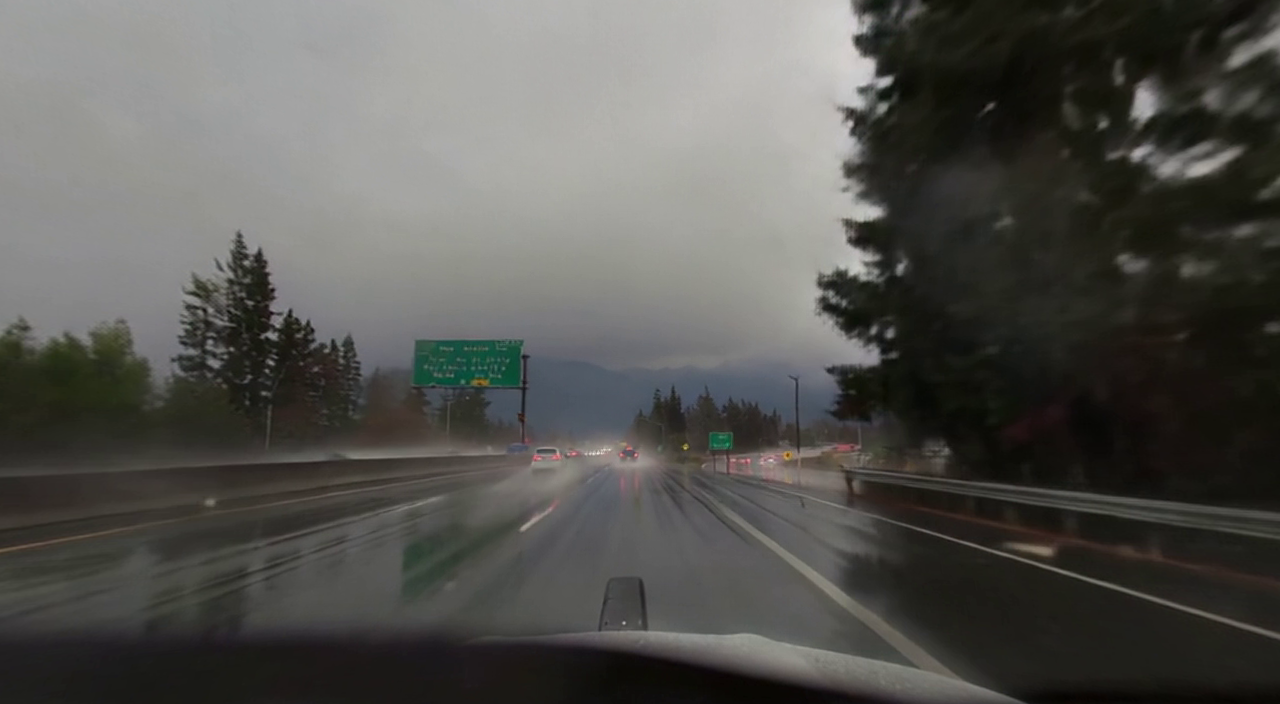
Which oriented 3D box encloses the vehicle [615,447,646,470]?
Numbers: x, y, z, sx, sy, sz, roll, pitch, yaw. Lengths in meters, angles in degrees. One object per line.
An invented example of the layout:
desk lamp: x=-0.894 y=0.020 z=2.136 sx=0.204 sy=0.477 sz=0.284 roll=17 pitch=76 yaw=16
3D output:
vehicle: x=-0.711 y=7.537 z=44.809 sx=2.100 sy=1.471 sz=3.956 roll=0 pitch=-8 yaw=-1

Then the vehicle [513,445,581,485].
vehicle: x=-3.744 y=4.625 z=26.261 sx=2.067 sy=1.509 sz=4.551 roll=0 pitch=-8 yaw=1

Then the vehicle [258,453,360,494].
vehicle: x=-13.550 y=4.958 z=26.132 sx=1.939 sy=1.475 sz=4.365 roll=0 pitch=-8 yaw=-1
